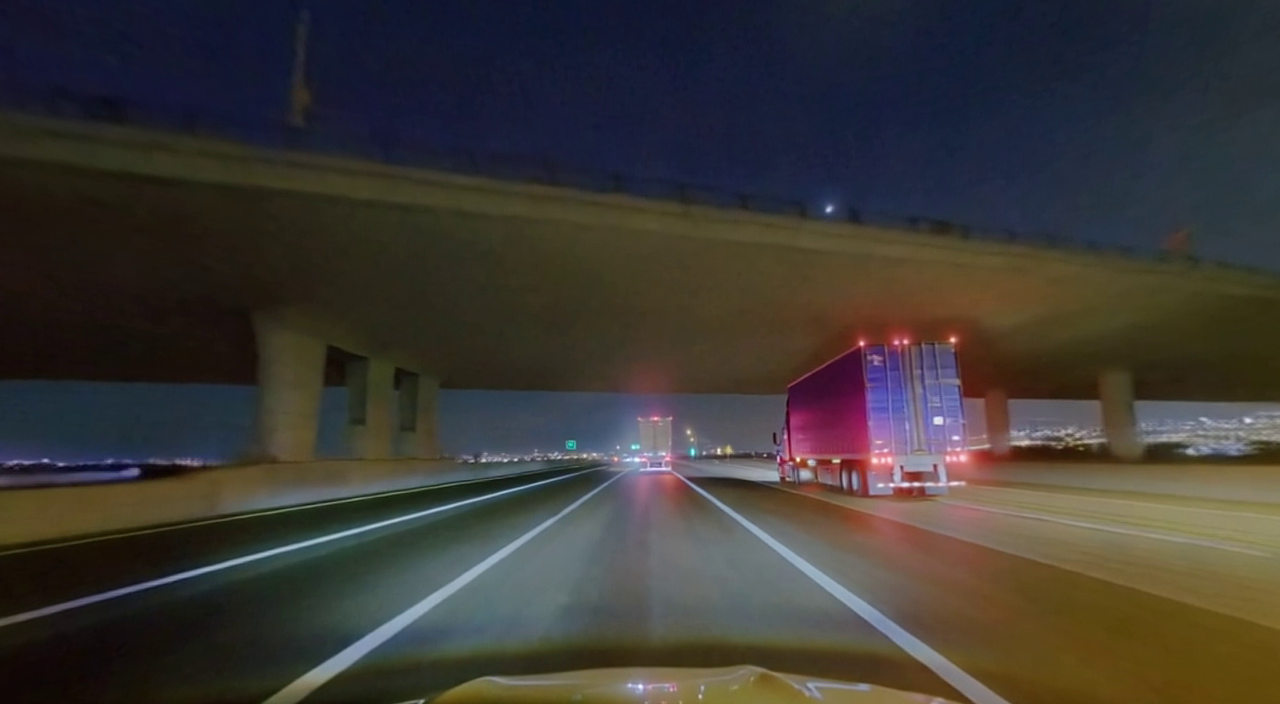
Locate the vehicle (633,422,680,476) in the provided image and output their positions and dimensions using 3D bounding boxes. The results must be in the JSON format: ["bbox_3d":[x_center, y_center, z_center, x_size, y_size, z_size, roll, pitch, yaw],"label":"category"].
[{"bbox_3d":[1.348,7.692,49.990,3.244,3.713,12.155,-1,-9,2],"label":"vehicle"}]
